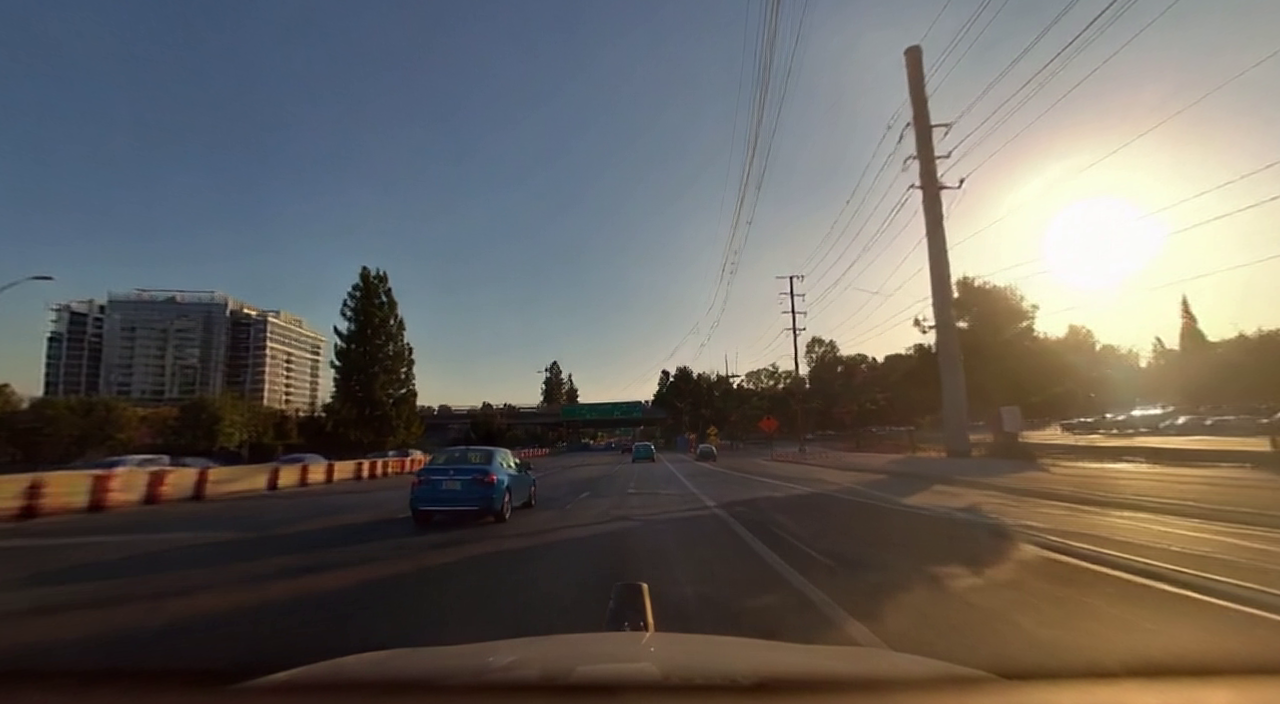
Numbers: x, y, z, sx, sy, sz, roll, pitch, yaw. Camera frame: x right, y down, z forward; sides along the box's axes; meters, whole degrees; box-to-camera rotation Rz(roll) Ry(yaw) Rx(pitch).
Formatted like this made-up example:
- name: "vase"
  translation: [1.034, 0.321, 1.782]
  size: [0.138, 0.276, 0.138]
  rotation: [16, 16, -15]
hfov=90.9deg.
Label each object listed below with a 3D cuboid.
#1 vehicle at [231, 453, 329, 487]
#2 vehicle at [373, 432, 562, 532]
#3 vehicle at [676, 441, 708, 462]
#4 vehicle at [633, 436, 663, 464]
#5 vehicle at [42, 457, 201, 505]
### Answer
- name: "vehicle"
  translation: [-17.750, 5.806, 31.381]
  size: [1.945, 1.511, 4.458]
  rotation: [-1, -9, 5]
- name: "vehicle"
  translation: [-2.899, 2.329, 11.940]
  size: [2.087, 1.480, 4.825]
  rotation: [0, -9, 2]
- name: "vehicle"
  translation: [3.981, 7.694, 48.802]
  size: [2.142, 1.475, 4.565]
  rotation: [0, -9, 0]
- name: "vehicle"
  translation: [0.528, 6.906, 44.662]
  size: [2.060, 1.845, 4.151]
  rotation: [0, -9, 0]
- name: "vehicle"
  translation: [-18.553, 4.601, 22.928]
  size: [1.979, 1.470, 4.571]
  rotation: [0, -9, -1]
